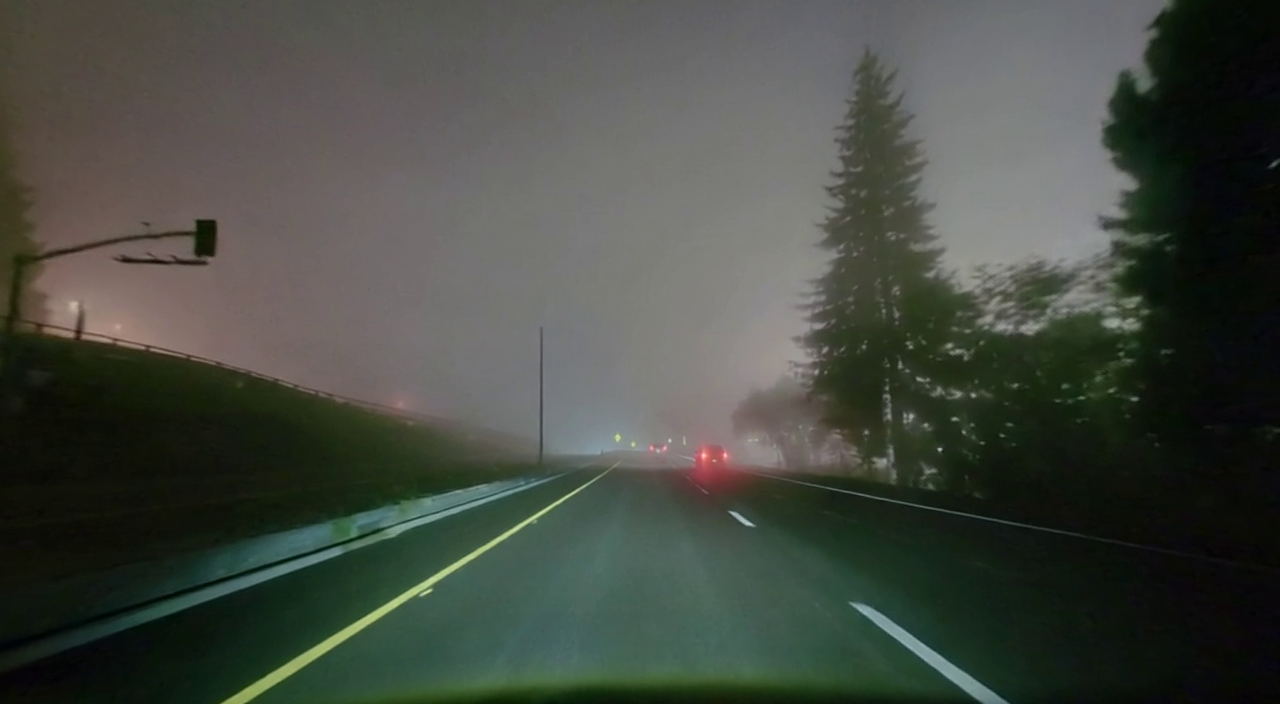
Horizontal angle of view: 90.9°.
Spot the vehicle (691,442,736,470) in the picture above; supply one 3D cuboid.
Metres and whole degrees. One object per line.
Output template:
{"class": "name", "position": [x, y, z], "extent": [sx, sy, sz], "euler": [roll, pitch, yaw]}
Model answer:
{"class": "vehicle", "position": [4.253, 6.099, 37.054], "extent": [2.042, 1.518, 4.477], "euler": [0, -9, -1]}
